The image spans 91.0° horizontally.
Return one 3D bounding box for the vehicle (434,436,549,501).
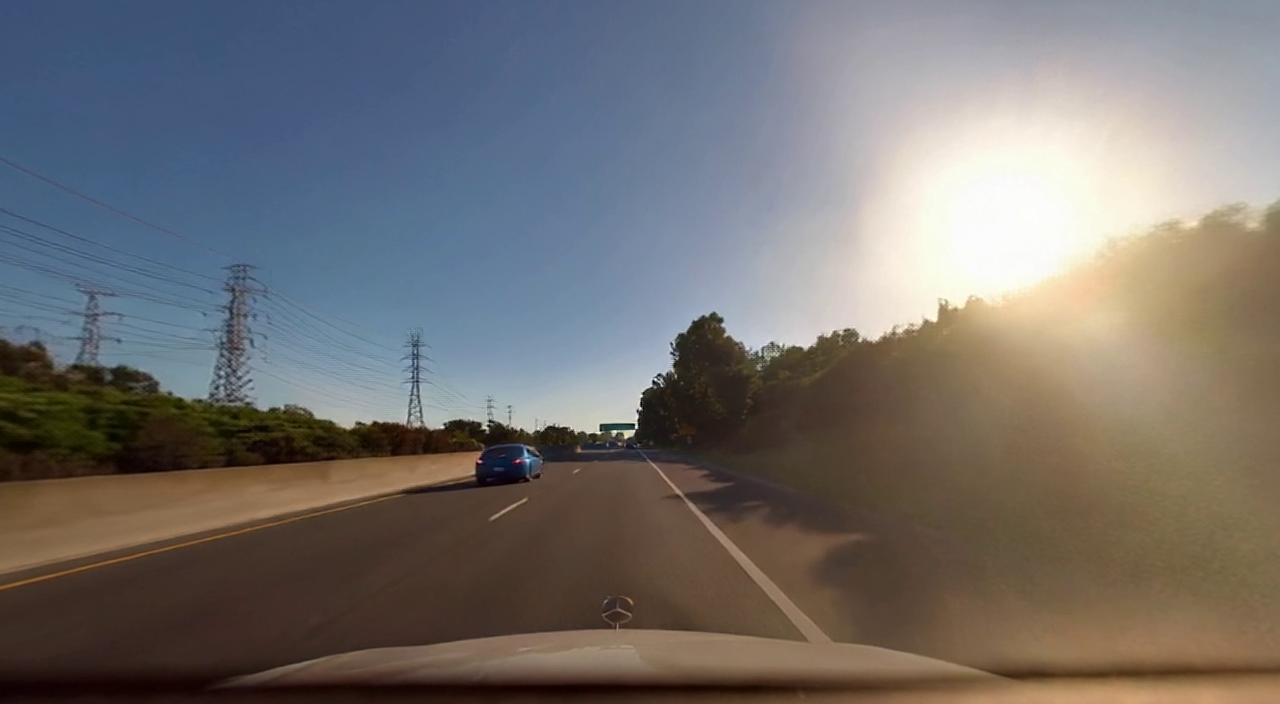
[{"bbox_3d":[-4.058,3.252,18.152,2.158,1.604,4.679,0,-8,0],"label":"vehicle"}]
